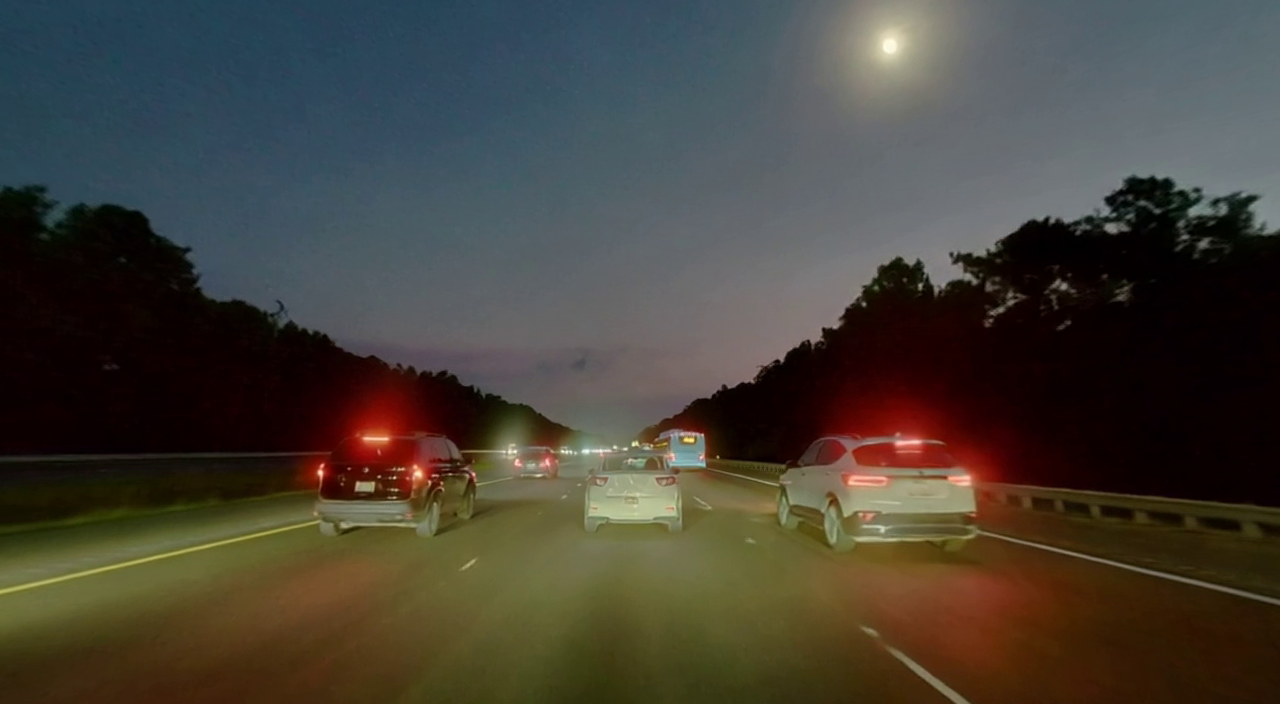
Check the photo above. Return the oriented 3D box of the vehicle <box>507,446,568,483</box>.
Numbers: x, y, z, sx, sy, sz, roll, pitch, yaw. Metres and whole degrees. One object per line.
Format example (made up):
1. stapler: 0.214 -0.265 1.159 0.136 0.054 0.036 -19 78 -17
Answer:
1. vehicle: -4.515 5.007 28.297 2.122 1.491 3.800 0 -9 -1

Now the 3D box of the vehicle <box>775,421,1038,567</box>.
1. vehicle: 3.592 1.993 9.553 1.996 1.688 4.207 0 -9 -2

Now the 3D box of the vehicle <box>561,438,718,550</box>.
1. vehicle: -0.075 2.250 10.683 2.120 1.478 4.179 0 -9 -2

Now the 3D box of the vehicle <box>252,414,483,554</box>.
1. vehicle: -3.880 1.950 9.903 1.830 1.703 4.142 0 -9 -1
